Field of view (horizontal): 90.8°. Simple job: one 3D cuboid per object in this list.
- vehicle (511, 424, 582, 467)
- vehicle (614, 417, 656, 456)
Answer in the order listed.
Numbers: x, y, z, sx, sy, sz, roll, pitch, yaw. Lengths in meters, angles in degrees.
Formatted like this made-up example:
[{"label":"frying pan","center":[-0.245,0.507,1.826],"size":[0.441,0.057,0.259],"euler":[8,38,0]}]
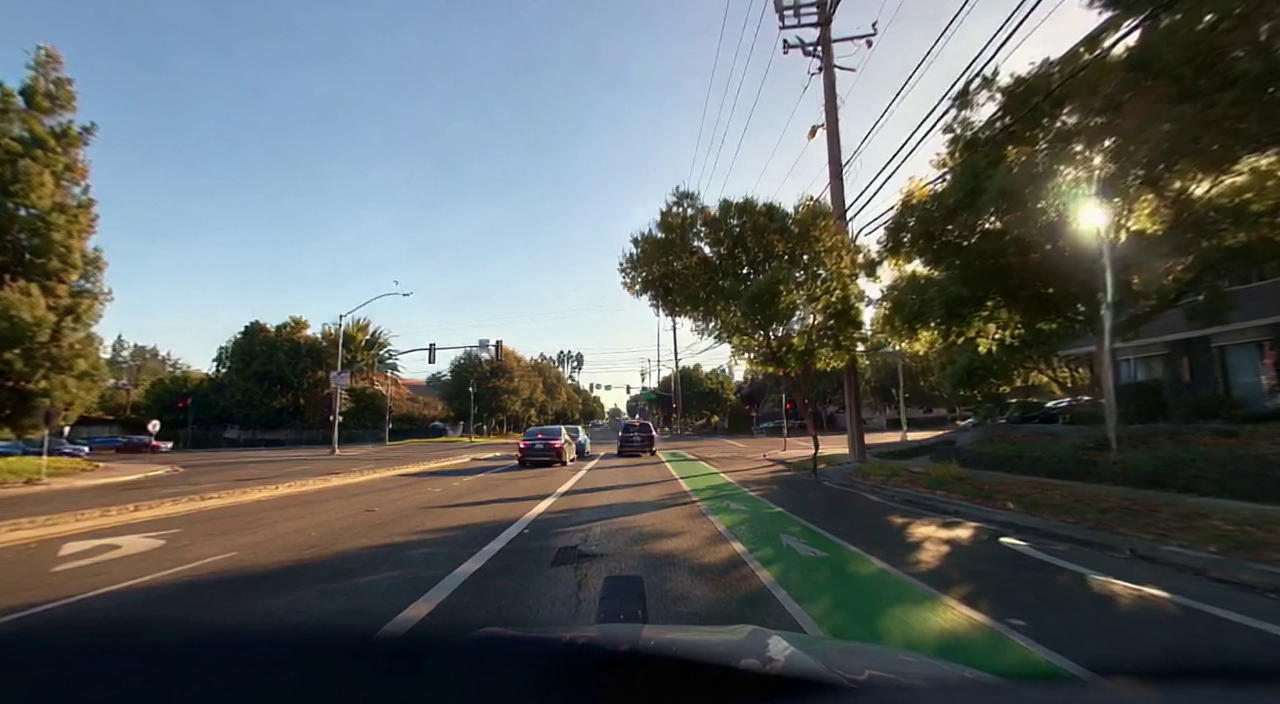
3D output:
[{"label":"vehicle","center":[-3.669,3.711,25.761],"size":[2.138,1.488,5.327],"euler":[1,-6,-1]},{"label":"vehicle","center":[-0.291,4.489,33.565],"size":[2.036,1.885,5.196],"euler":[1,-8,-1]}]
